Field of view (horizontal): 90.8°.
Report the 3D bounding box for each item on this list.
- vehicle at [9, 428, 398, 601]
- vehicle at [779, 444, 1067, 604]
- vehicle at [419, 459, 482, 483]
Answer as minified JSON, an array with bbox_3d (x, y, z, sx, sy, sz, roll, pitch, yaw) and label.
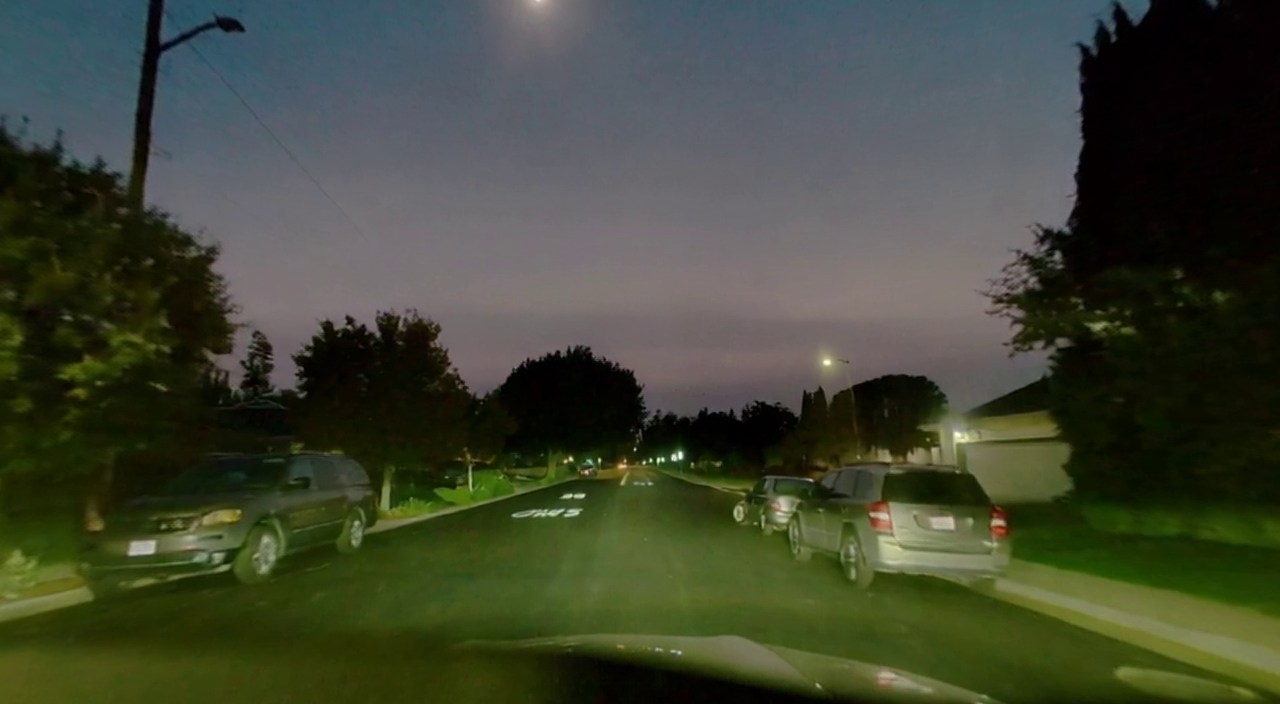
[{"bbox_3d":[-6.148,2.443,10.245,2.322,1.949,5.695,0,-11,-2],"label":"vehicle"},{"bbox_3d":[3.643,2.350,9.345,2.033,1.730,4.554,1,-11,-1],"label":"vehicle"},{"bbox_3d":[-13.780,8.735,46.138,3.921,1.629,1.832,0,-12,2],"label":"vehicle"}]
